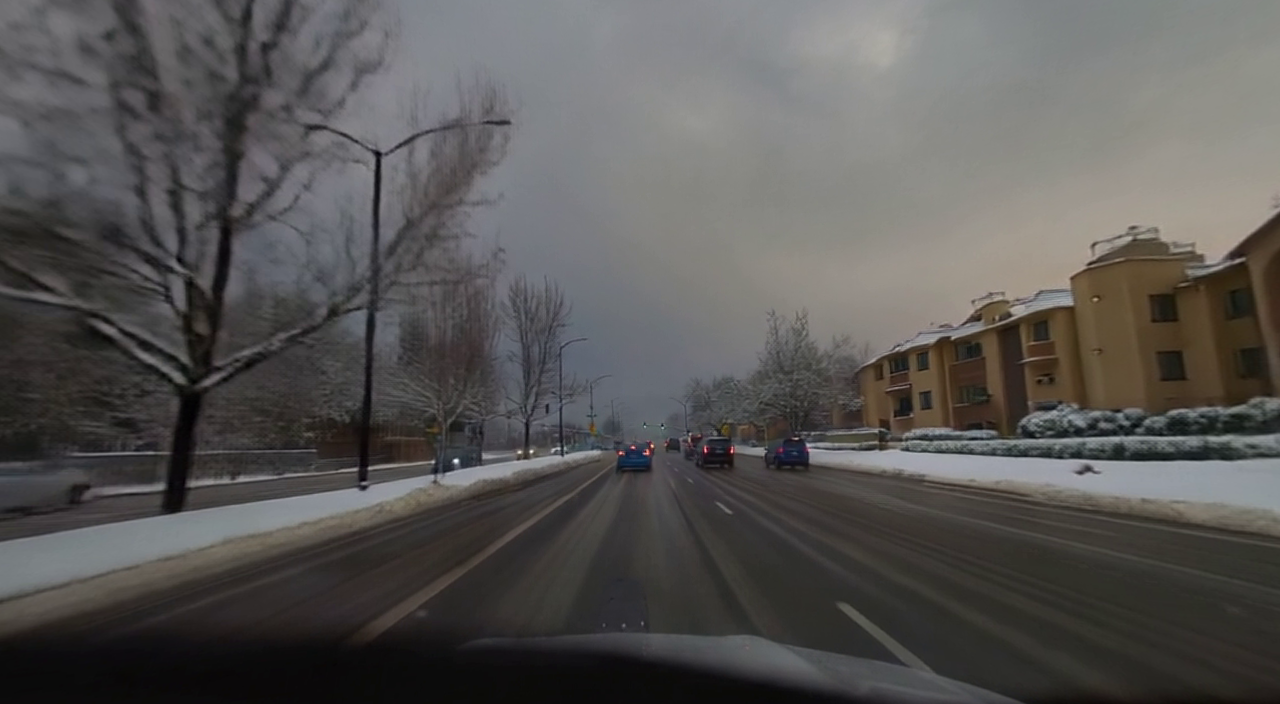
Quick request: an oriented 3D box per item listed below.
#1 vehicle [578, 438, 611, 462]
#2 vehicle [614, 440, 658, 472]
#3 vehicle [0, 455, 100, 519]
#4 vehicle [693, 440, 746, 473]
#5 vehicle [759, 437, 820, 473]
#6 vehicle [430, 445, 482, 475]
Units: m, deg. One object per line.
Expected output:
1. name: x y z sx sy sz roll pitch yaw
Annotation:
1. vehicle: -3.316 7.220 46.456 2.031 1.705 4.325 0 -8 1
2. vehicle: -0.166 5.272 32.177 2.102 1.481 3.907 0 -8 1
3. vehicle: -17.448 3.563 16.613 1.928 1.570 5.093 0 -8 0
4. vehicle: 3.893 5.200 31.564 2.067 1.514 4.188 0 -8 0
5. vehicle: 7.497 5.205 32.035 1.972 1.700 4.269 0 -8 0
6. vehicle: -10.265 6.000 35.371 1.728 1.560 3.779 0 -8 1
